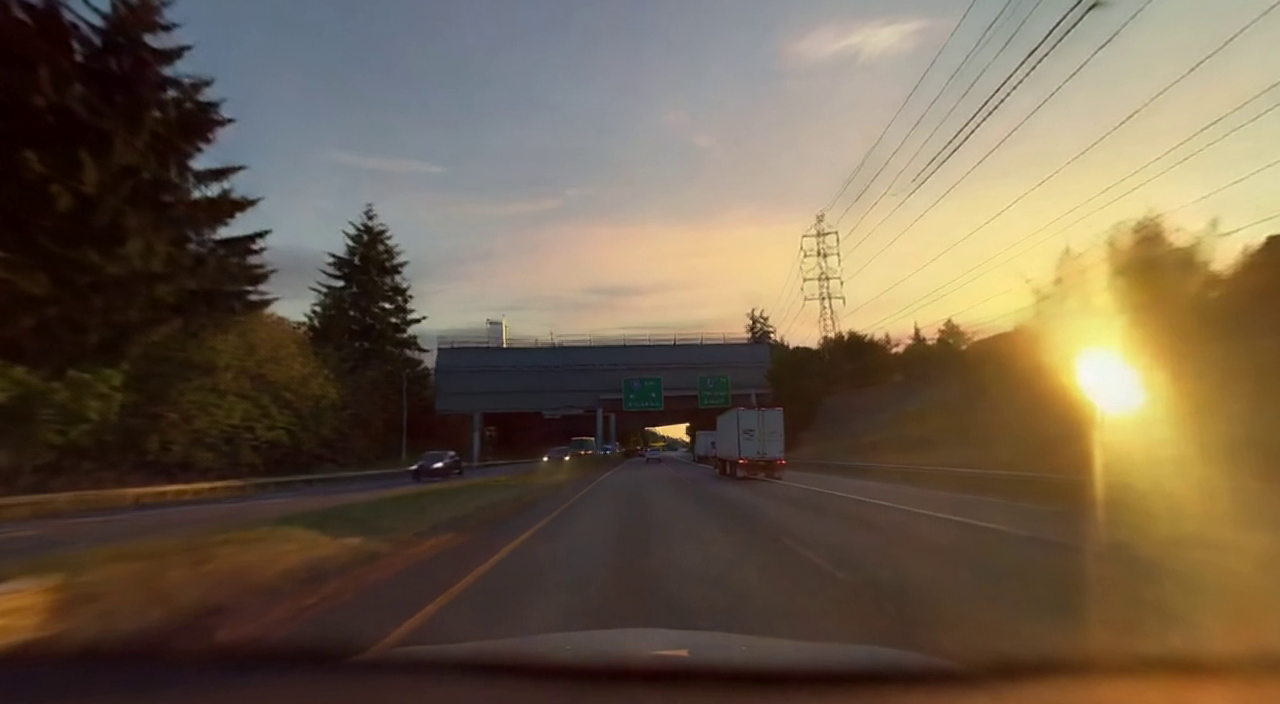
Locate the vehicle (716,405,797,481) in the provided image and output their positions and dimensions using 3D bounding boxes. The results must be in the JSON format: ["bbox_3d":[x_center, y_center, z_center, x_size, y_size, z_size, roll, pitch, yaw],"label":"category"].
[{"bbox_3d":[5.665,4.612,31.919,2.743,3.367,7.306,0,-9,1],"label":"vehicle"}]

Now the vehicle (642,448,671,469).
[{"bbox_3d":[1.181,7.868,46.663,2.049,1.500,3.790,0,-9,1],"label":"vehicle"}]

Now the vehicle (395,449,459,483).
[{"bbox_3d":[-12.955,6.937,38.688,2.050,1.910,4.994,0,-9,1],"label":"vehicle"}]
